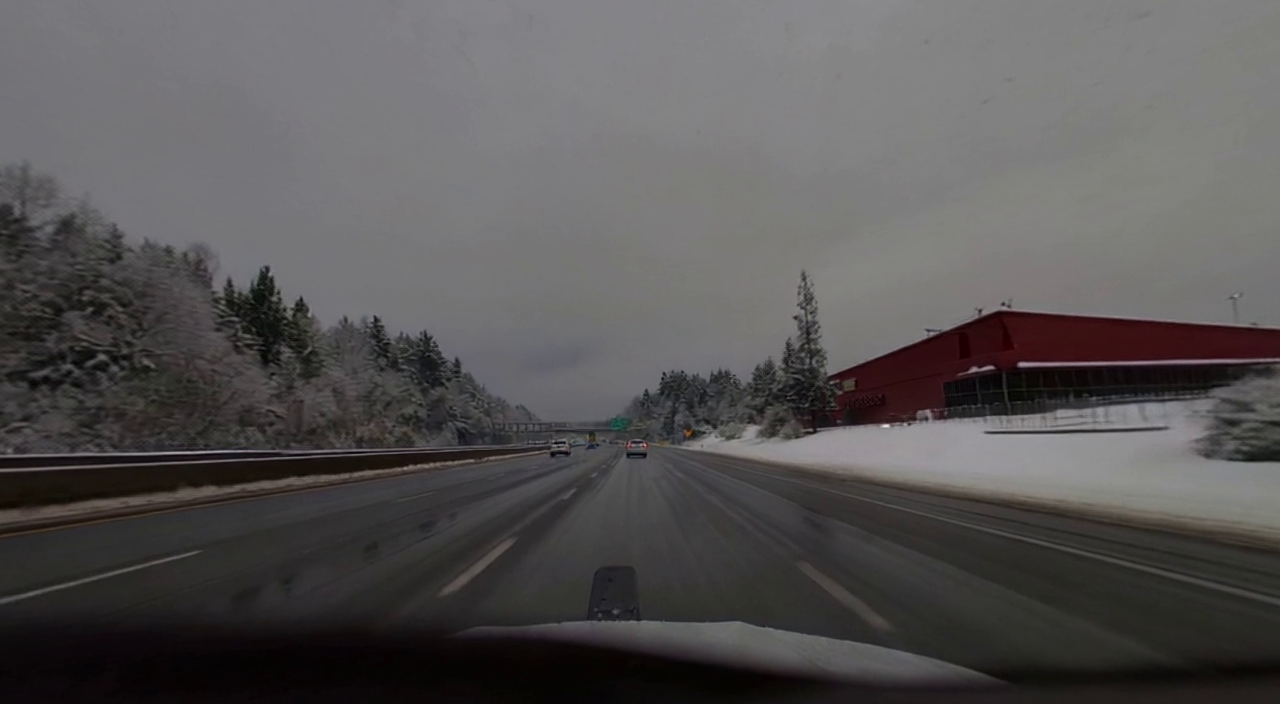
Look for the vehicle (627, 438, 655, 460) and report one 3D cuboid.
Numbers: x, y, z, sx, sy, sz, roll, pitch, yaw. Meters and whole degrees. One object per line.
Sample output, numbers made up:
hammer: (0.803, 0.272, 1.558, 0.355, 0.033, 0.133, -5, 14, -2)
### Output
vehicle: (0.038, 7.502, 48.892, 2.073, 1.635, 4.195, 0, -9, 0)
